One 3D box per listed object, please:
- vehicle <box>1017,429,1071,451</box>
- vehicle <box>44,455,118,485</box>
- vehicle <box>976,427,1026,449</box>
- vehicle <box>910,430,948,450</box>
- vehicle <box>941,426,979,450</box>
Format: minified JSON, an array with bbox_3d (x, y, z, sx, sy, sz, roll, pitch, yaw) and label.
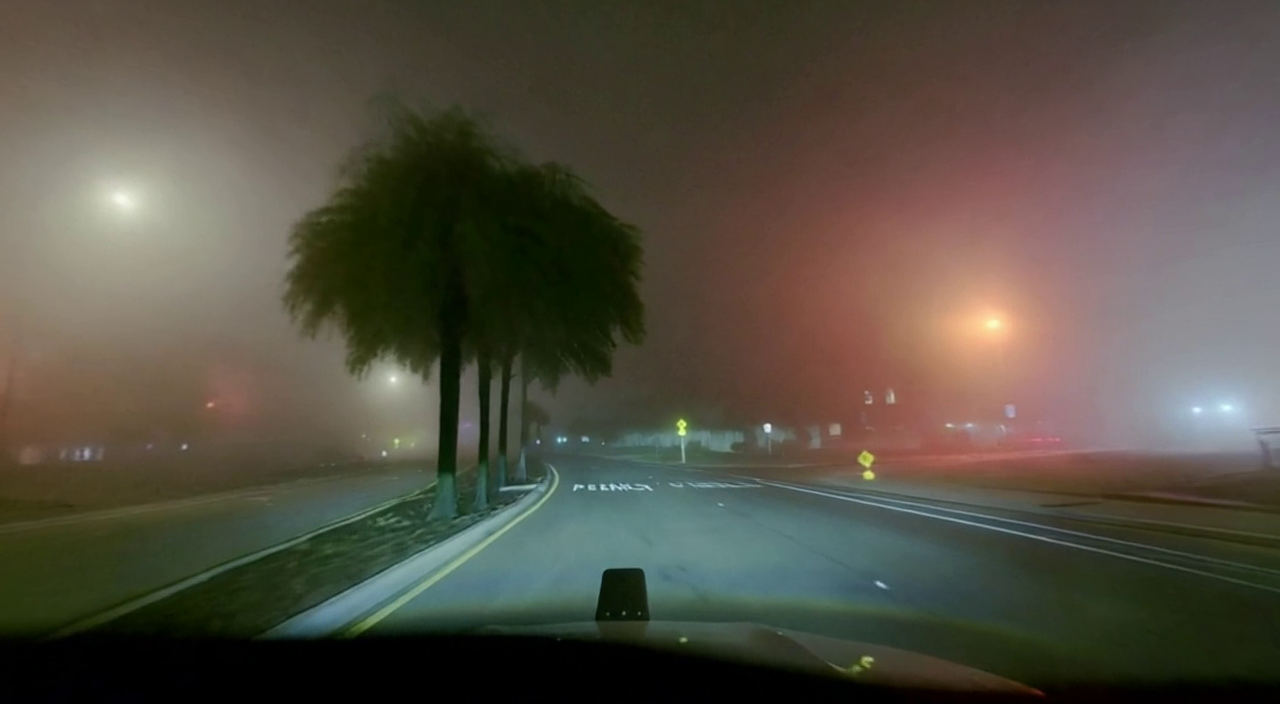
[{"bbox_3d":[31.180,6.841,48.789,1.854,1.512,4.082,-6,-9,8],"label":"vehicle"},{"bbox_3d":[-39.975,8.395,45.274,2.227,1.905,5.954,4,-9,-24],"label":"vehicle"},{"bbox_3d":[28.388,6.783,49.683,1.798,1.621,3.735,0,-8,3],"label":"vehicle"},{"bbox_3d":[22.565,6.887,49.318,1.702,1.536,3.896,-1,-8,9],"label":"vehicle"},{"bbox_3d":[24.700,6.598,48.770,1.994,1.714,4.222,-1,-7,18],"label":"vehicle"}]
